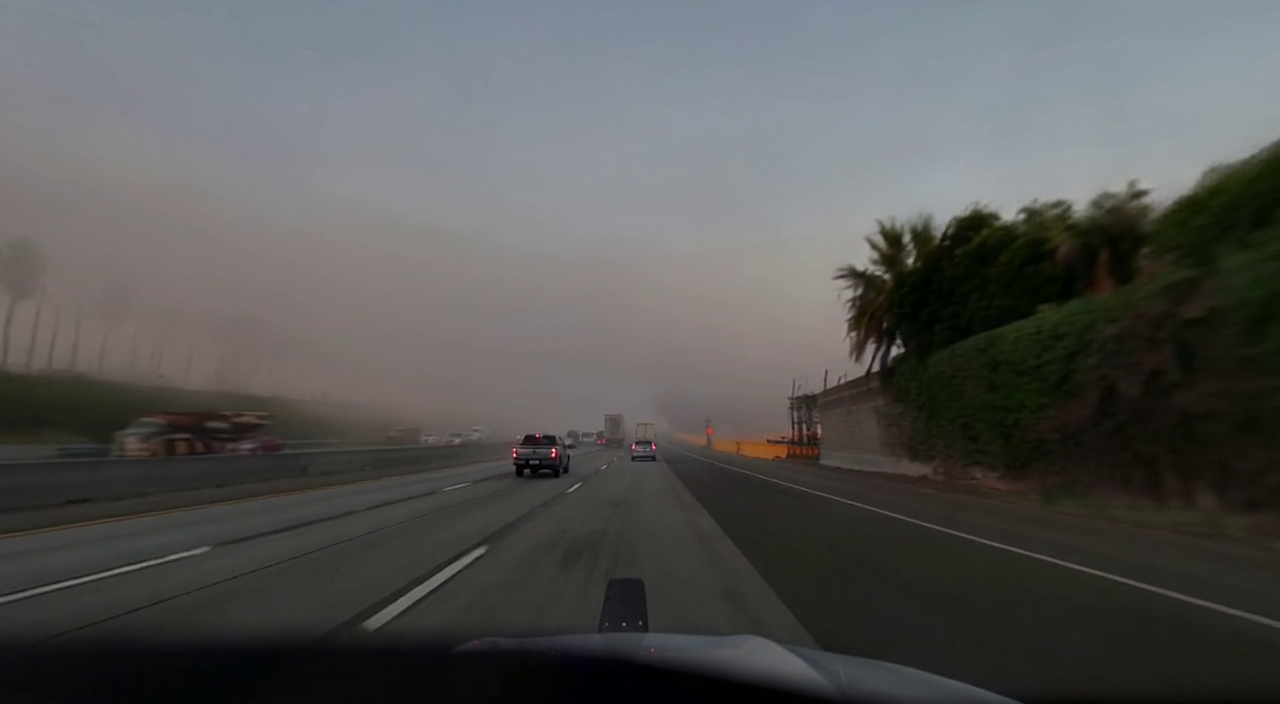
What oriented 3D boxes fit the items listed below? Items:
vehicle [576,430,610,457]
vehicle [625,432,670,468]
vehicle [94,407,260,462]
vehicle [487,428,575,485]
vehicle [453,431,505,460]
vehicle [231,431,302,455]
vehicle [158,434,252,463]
[{"bbox_3d":[-3.543,7.081,48.734,2.203,1.958,4.848,0,-8,1],"label":"vehicle"},{"bbox_3d":[0.352,4.957,31.921,2.136,1.678,4.052,0,-8,0],"label":"vehicle"},{"bbox_3d":[-28.825,5.304,40.090,2.994,3.011,9.506,-1,-8,3],"label":"vehicle"},{"bbox_3d":[-3.557,3.516,21.535,2.108,1.740,4.549,0,-8,1],"label":"vehicle"},{"bbox_3d":[-10.698,6.259,42.250,2.104,1.818,4.721,0,-8,2],"label":"vehicle"},{"bbox_3d":[-28.353,6.929,48.071,2.126,1.730,4.934,-1,-8,4],"label":"vehicle"},{"bbox_3d":[-24.248,5.384,35.377,2.036,1.490,4.375,-1,-8,2],"label":"vehicle"}]
